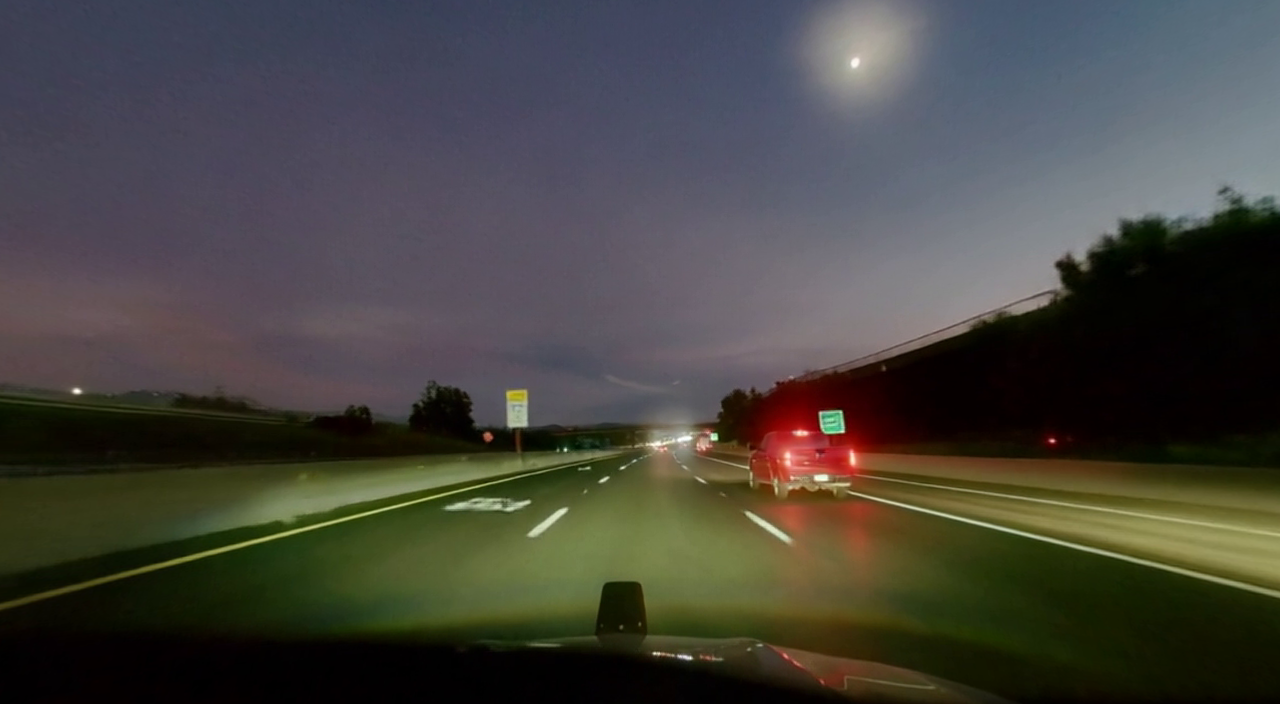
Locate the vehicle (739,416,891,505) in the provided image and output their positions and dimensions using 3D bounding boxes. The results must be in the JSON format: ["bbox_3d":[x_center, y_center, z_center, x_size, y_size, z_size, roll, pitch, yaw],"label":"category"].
[{"bbox_3d":[4.468,2.915,17.351,2.505,2.020,5.532,0,-8,-1],"label":"vehicle"}]
